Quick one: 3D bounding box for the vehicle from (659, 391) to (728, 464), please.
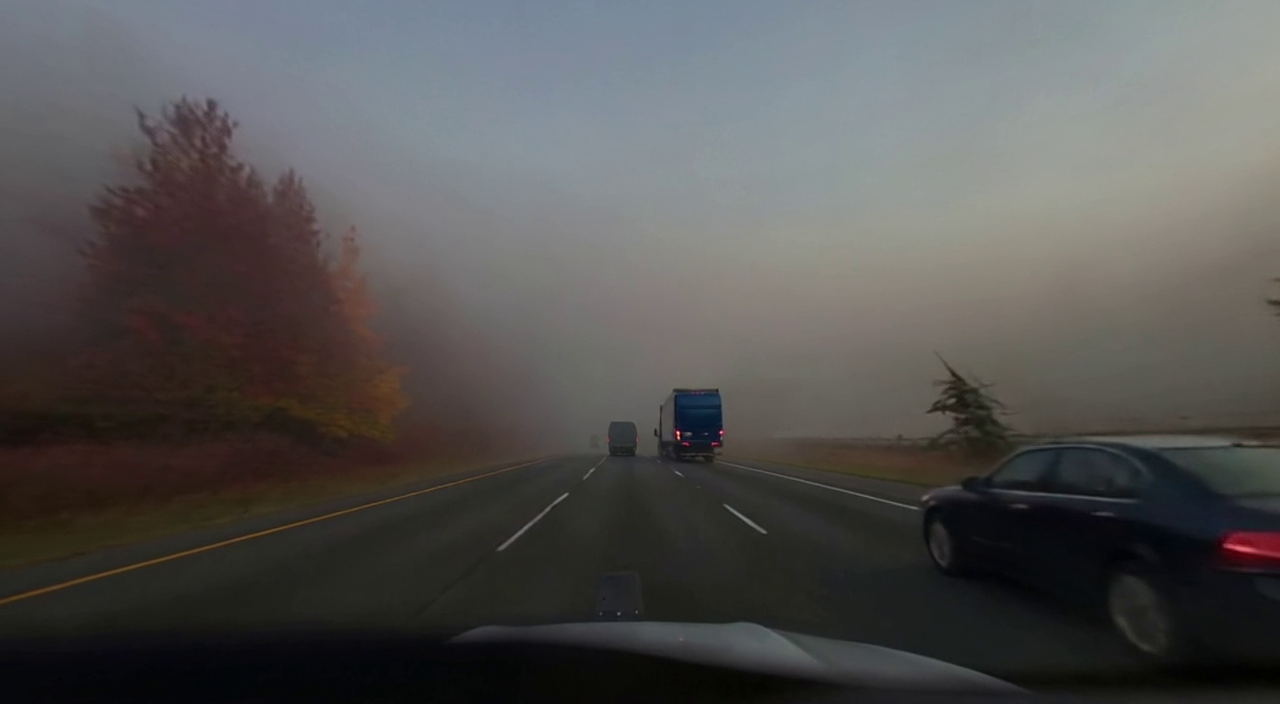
[{"bbox_3d":[3.175,5.108,41.817,3.128,4.087,13.351,0,-8,-1],"label":"vehicle"}]

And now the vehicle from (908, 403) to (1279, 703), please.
[{"bbox_3d":[3.752,1.176,4.179,1.962,1.508,4.363,0,-8,-1],"label":"vehicle"}]

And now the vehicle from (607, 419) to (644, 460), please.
[{"bbox_3d":[-0.973,6.063,43.655,2.389,2.637,5.437,0,-8,-1],"label":"vehicle"}]
